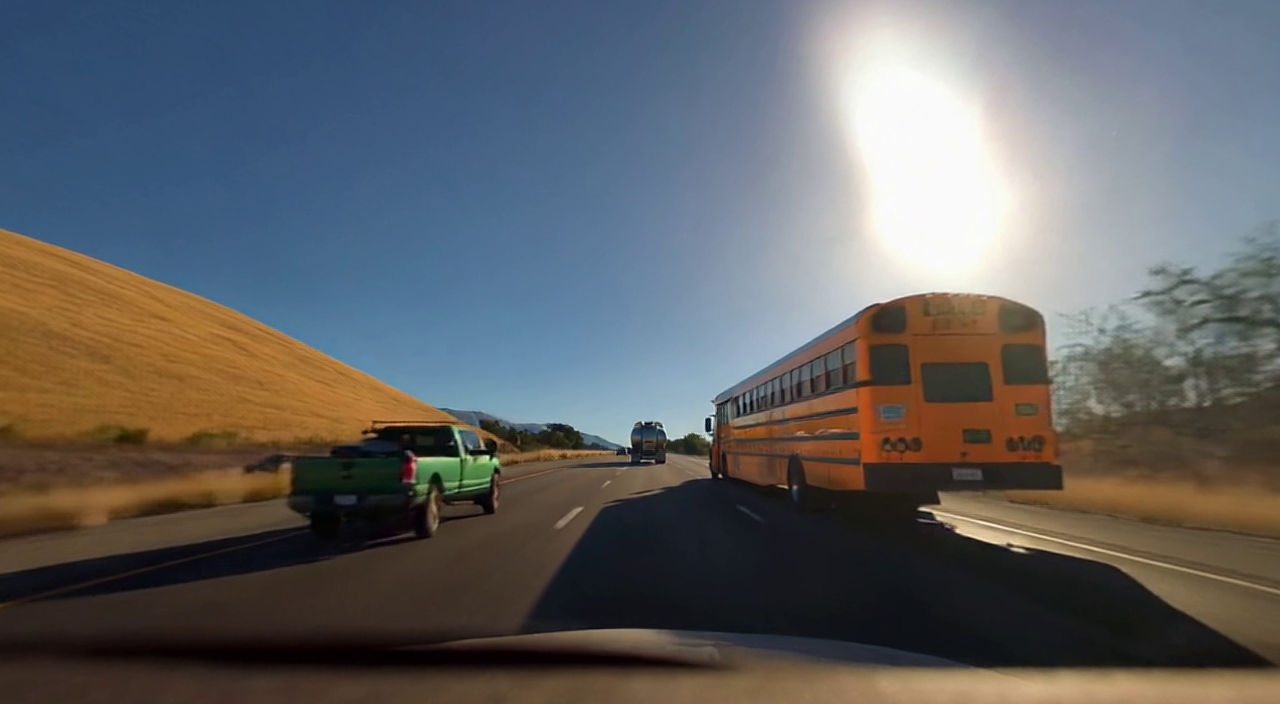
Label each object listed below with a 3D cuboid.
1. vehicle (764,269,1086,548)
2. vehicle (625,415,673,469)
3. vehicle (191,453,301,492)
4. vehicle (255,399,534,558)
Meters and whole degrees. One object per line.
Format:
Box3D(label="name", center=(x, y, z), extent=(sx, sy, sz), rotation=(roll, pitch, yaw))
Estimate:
Box3D(label="vehicle", center=(4.404, 1.203, 11.863), extent=(2.716, 3.705, 7.018), rotation=(0, -8, 0))
Box3D(label="vehicle", center=(0.572, 6.302, 43.971), extent=(2.948, 3.265, 10.569), rotation=(0, -8, 0))
Box3D(label="vehicle", center=(-17.161, 5.228, 27.782), extent=(1.887, 1.475, 4.533), rotation=(0, -8, 1))
Box3D(label="vehicle", center=(-3.510, 1.977, 10.721), extent=(2.241, 1.927, 5.833), rotation=(0, -8, 2))
